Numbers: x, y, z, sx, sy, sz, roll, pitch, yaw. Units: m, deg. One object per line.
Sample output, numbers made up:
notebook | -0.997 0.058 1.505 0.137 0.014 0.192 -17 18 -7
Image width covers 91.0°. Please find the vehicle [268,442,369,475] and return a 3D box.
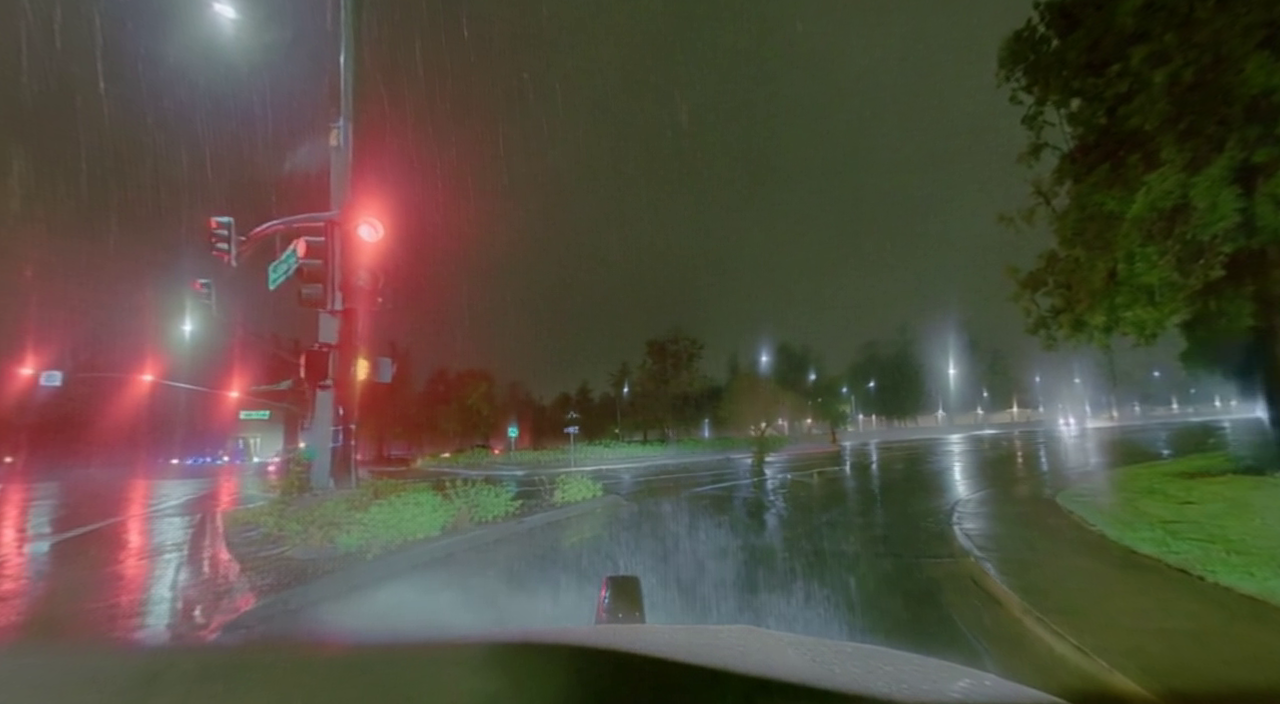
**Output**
vehicle | -18.602 6.152 36.560 4.782 1.776 2.118 7 -11 -39

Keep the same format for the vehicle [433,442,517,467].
vehicle | -9.919 6.173 38.045 4.527 1.444 1.811 7 -11 -40
